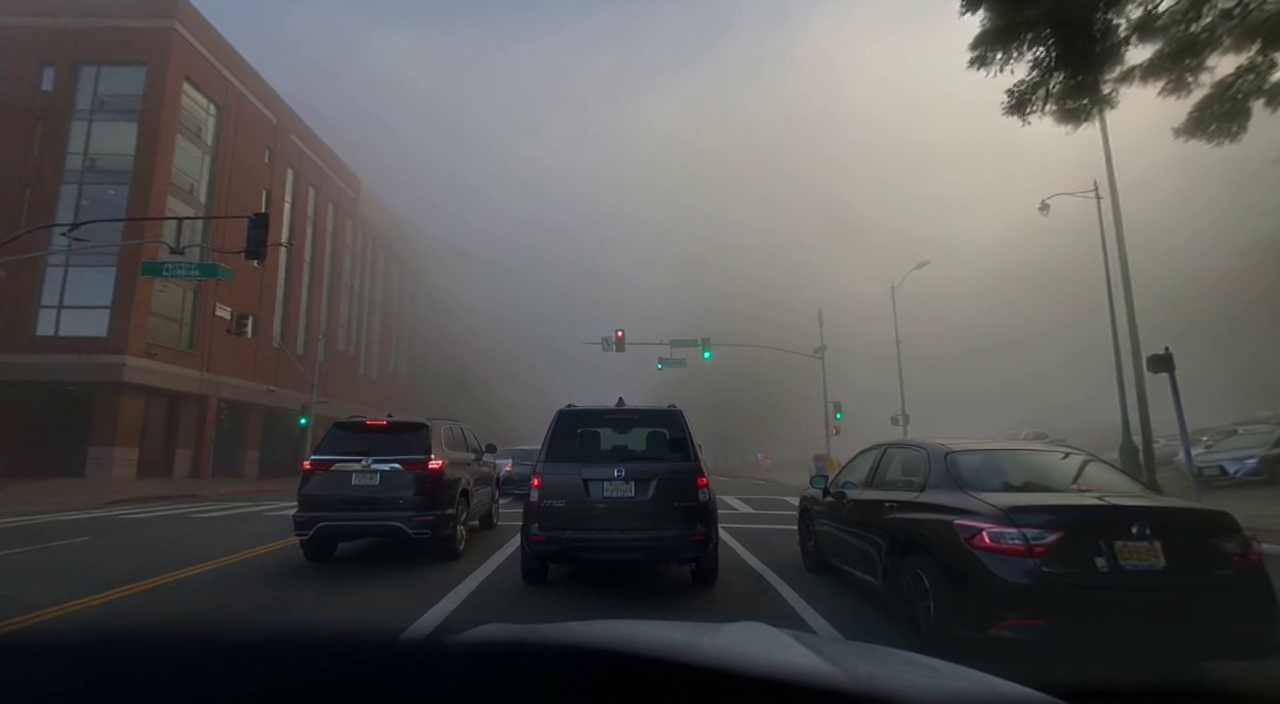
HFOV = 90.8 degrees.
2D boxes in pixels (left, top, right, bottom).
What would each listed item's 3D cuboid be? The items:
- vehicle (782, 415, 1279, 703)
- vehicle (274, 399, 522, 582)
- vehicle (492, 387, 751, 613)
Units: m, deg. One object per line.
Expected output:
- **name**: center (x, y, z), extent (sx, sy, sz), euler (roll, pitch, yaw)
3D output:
- **vehicle**: center (2.573, 1.334, 5.024), extent (1.852, 1.462, 4.155), euler (0, -8, -1)
- **vehicle**: center (-2.834, 1.707, 8.566), extent (1.855, 1.812, 4.244), euler (0, -8, -3)
- **vehicle**: center (-0.143, 1.548, 7.513), extent (2.105, 1.842, 4.537), euler (0, -8, 0)
